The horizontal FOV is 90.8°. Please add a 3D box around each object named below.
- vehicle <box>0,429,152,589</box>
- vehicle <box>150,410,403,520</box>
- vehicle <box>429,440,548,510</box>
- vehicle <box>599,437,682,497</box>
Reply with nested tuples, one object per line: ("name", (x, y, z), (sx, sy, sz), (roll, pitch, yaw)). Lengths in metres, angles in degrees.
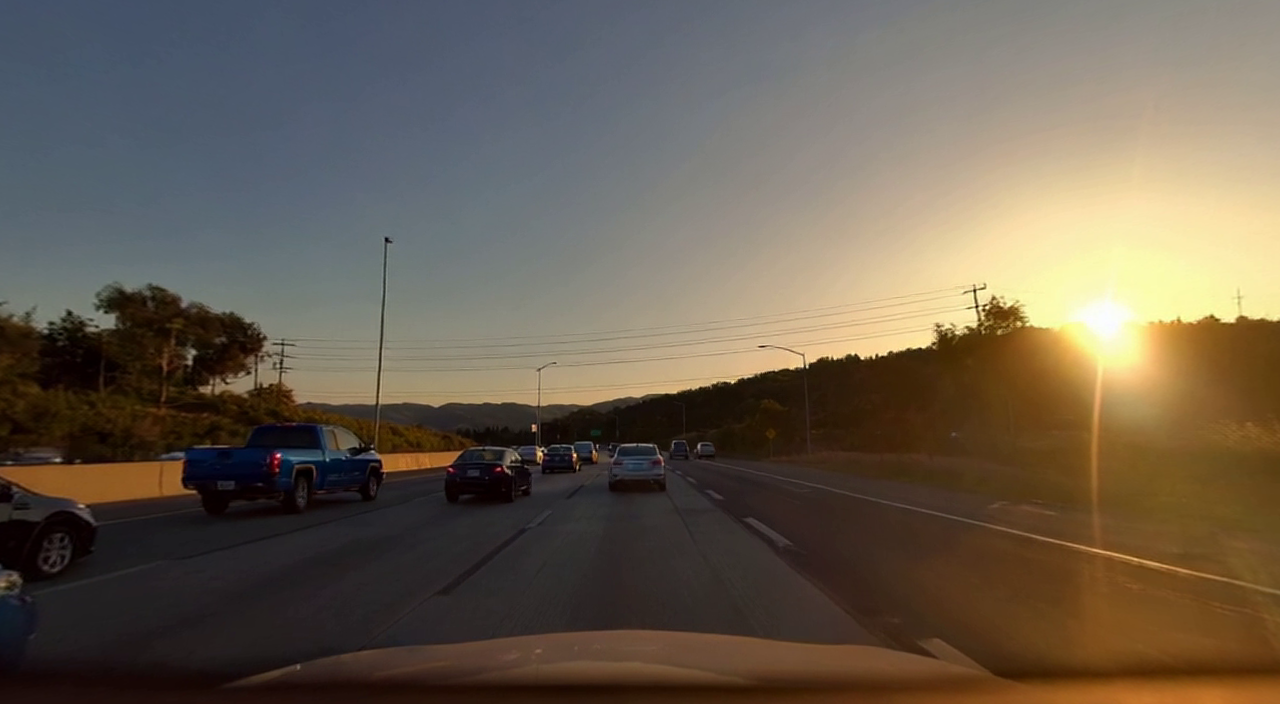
("vehicle", (-6.876, 1.363, 5.227), (1.900, 1.461, 4.706), (0, -8, 0))
("vehicle", (-7.500, 2.415, 14.040), (2.194, 1.922, 5.637), (0, -8, 1))
("vehicle", (-3.478, 2.874, 15.328), (1.899, 1.437, 4.131), (0, -8, 0))
("vehicle", (-0.023, 3.264, 18.365), (2.102, 1.499, 4.439), (0, -8, -1))
